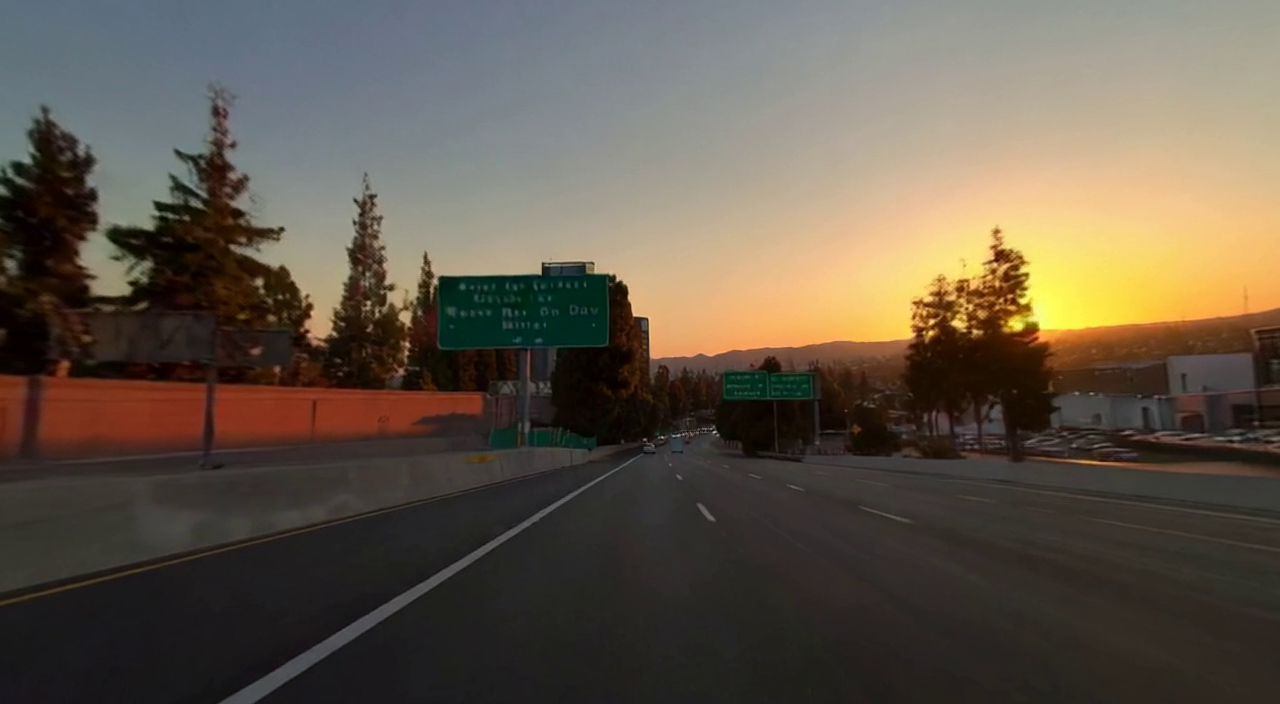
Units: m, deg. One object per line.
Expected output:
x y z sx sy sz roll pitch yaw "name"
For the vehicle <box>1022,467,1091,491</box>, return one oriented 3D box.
29.448 8.973 44.772 1.909 1.461 4.719 -1 -9 3 "vehicle"
